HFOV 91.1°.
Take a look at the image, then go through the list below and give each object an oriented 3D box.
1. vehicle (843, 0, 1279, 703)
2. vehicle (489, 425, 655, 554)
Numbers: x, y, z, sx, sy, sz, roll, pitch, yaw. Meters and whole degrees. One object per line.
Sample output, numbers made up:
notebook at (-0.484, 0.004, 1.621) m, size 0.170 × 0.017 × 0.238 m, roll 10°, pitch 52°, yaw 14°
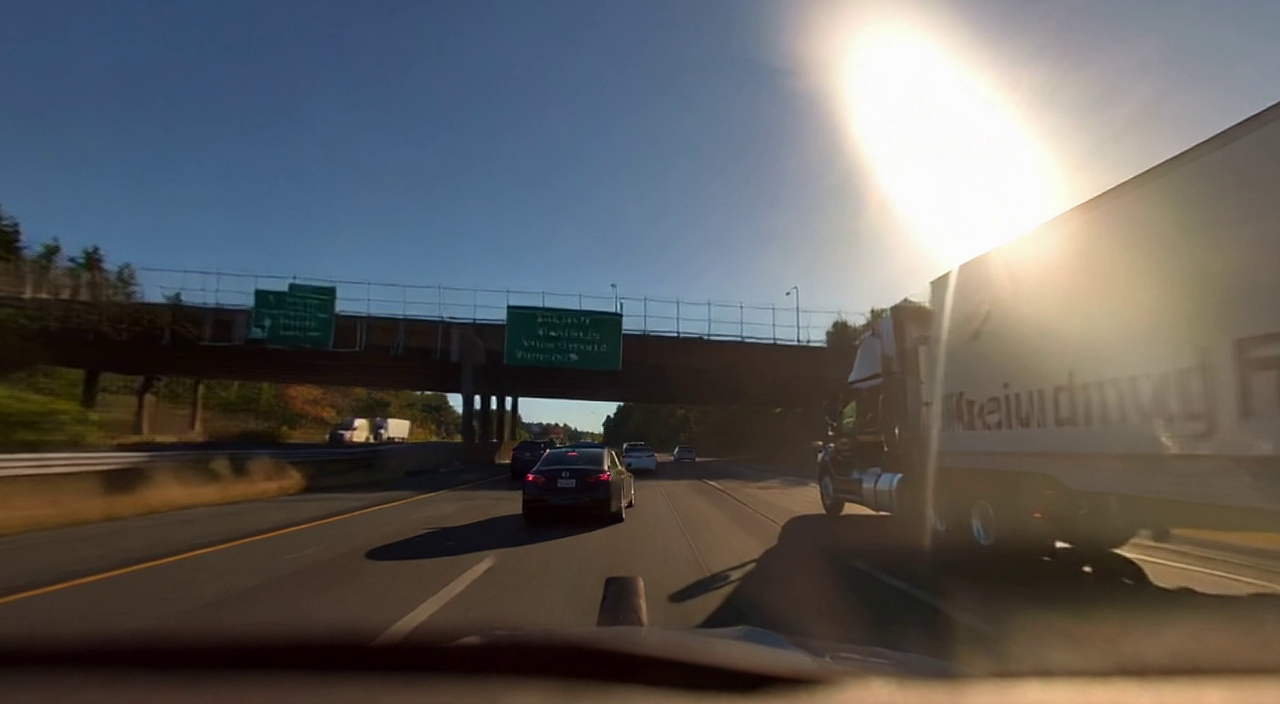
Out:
vehicle at (4.873, -0.127, 3.381) m, size 2.825 × 4.043 × 14.051 m, roll 0°, pitch -9°, yaw 0°
vehicle at (-0.809, 2.004, 9.761) m, size 2.038 × 1.582 × 3.729 m, roll -1°, pitch -9°, yaw 2°
